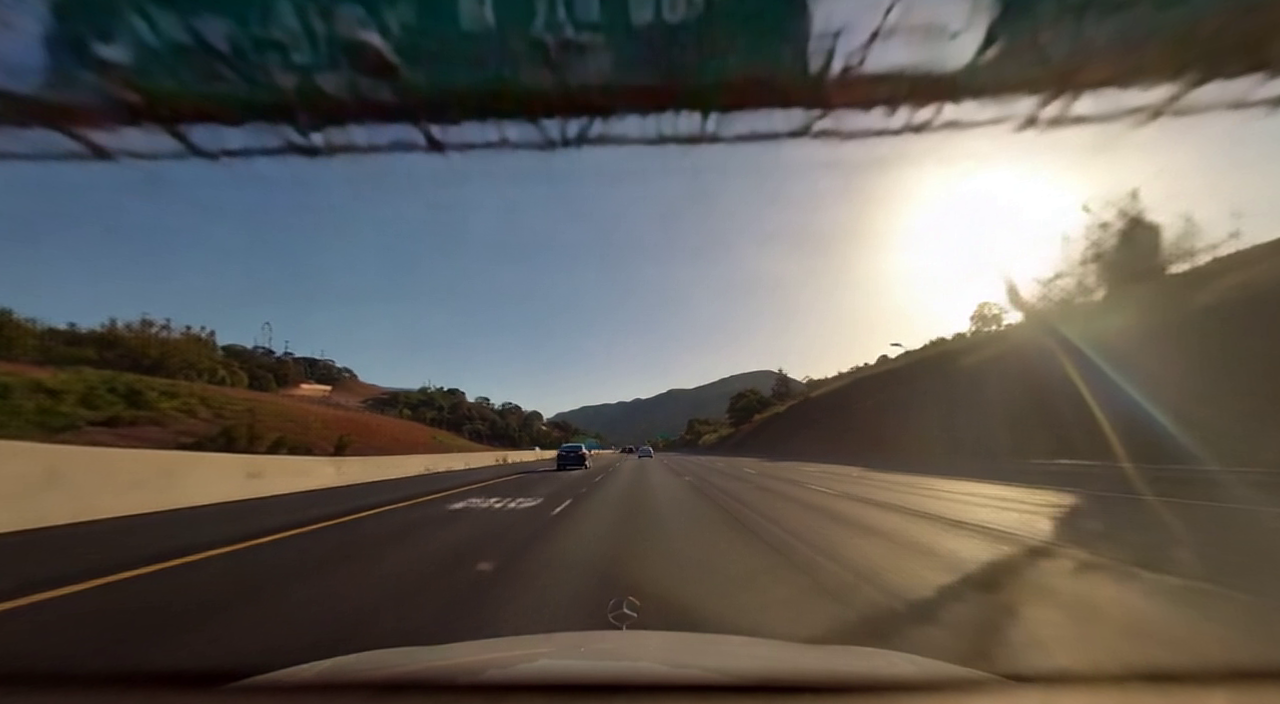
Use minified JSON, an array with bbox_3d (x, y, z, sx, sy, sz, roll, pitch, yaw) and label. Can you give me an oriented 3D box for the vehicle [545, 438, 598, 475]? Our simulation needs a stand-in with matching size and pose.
[{"bbox_3d":[-3.377,5.209,31.799,2.072,1.706,4.359,0,-8,2],"label":"vehicle"}]
